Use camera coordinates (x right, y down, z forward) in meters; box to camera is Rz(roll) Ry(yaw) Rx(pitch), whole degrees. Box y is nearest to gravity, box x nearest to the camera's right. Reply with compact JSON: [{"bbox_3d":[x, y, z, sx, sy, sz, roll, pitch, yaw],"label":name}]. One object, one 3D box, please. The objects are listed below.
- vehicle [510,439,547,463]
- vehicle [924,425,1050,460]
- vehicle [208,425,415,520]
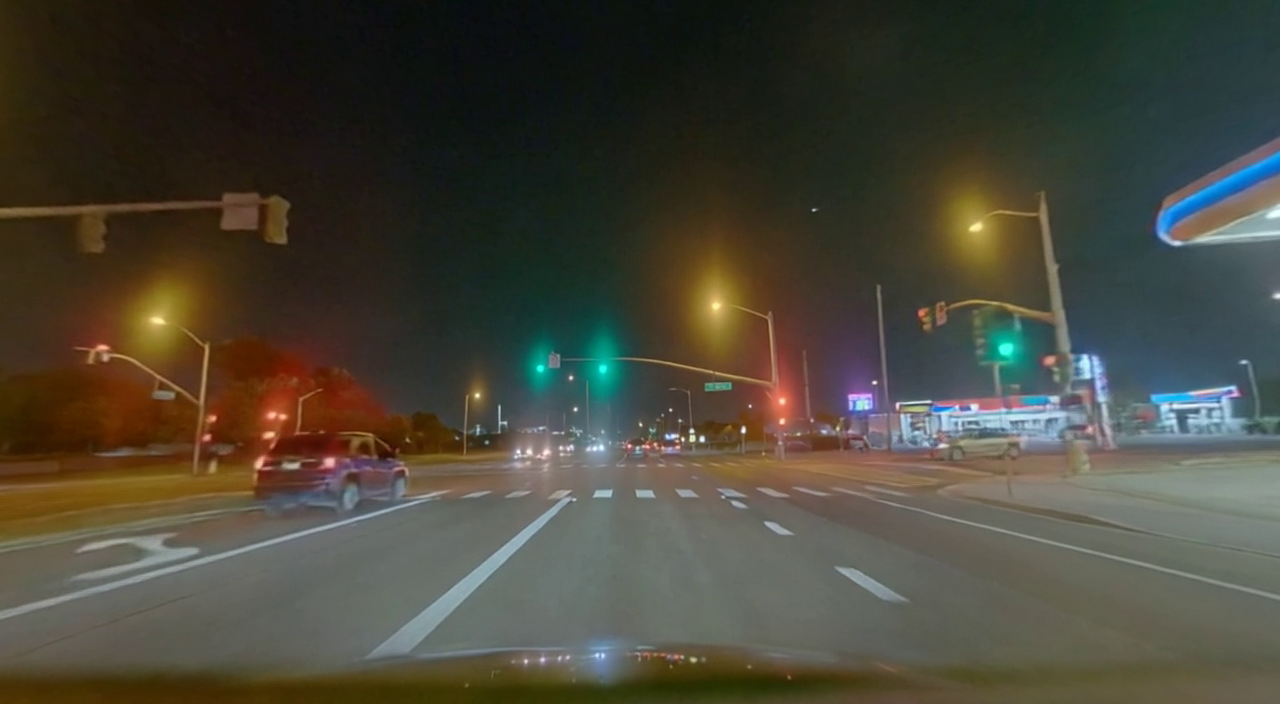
[{"bbox_3d":[-8.536,7.610,48.766,1.946,1.710,5.044,-2,-8,0],"label":"vehicle"},{"bbox_3d":[16.451,4.322,30.131,4.727,1.585,2.066,0,-8,1],"label":"vehicle"},{"bbox_3d":[-6.673,2.485,13.540,2.074,1.692,4.333,0,-8,0],"label":"vehicle"}]
